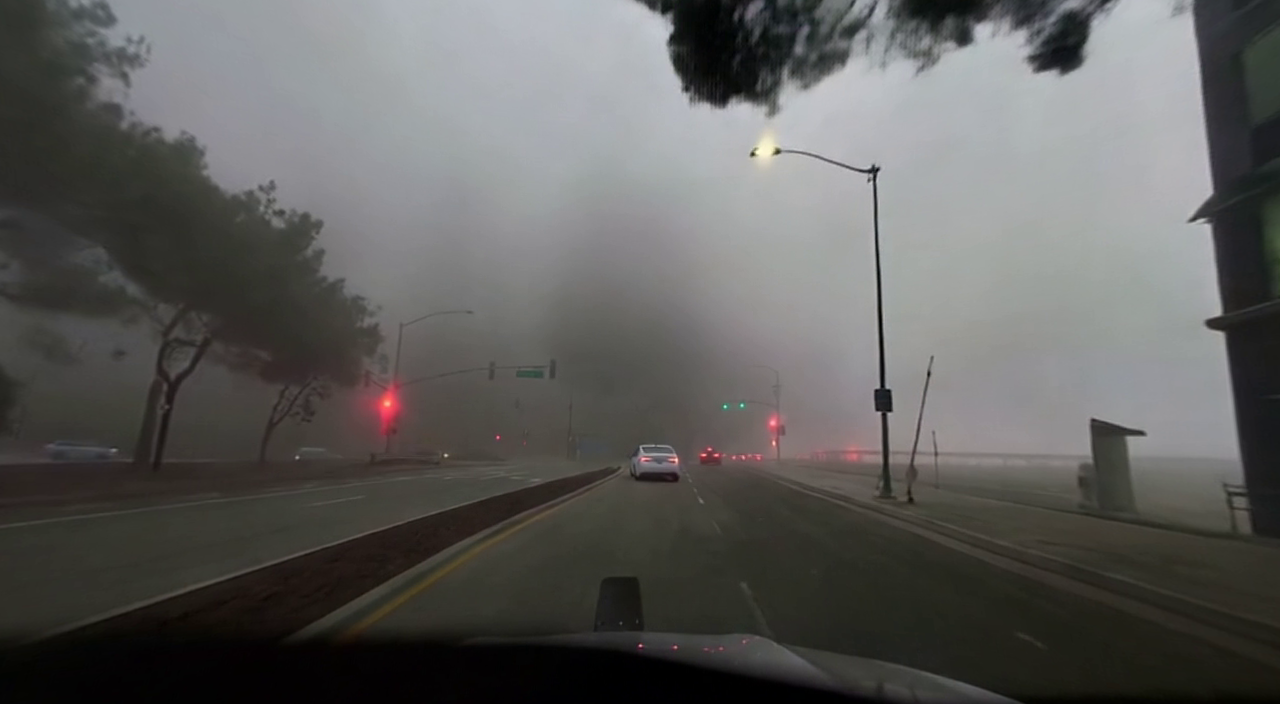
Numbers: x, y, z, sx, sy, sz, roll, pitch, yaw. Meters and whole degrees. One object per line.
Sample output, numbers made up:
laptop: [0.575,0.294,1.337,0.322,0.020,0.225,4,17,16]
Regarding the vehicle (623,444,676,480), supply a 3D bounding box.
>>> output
vehicle: [0.493,4.941,28.664,2.173,1.479,4.264,-1,-9,4]
